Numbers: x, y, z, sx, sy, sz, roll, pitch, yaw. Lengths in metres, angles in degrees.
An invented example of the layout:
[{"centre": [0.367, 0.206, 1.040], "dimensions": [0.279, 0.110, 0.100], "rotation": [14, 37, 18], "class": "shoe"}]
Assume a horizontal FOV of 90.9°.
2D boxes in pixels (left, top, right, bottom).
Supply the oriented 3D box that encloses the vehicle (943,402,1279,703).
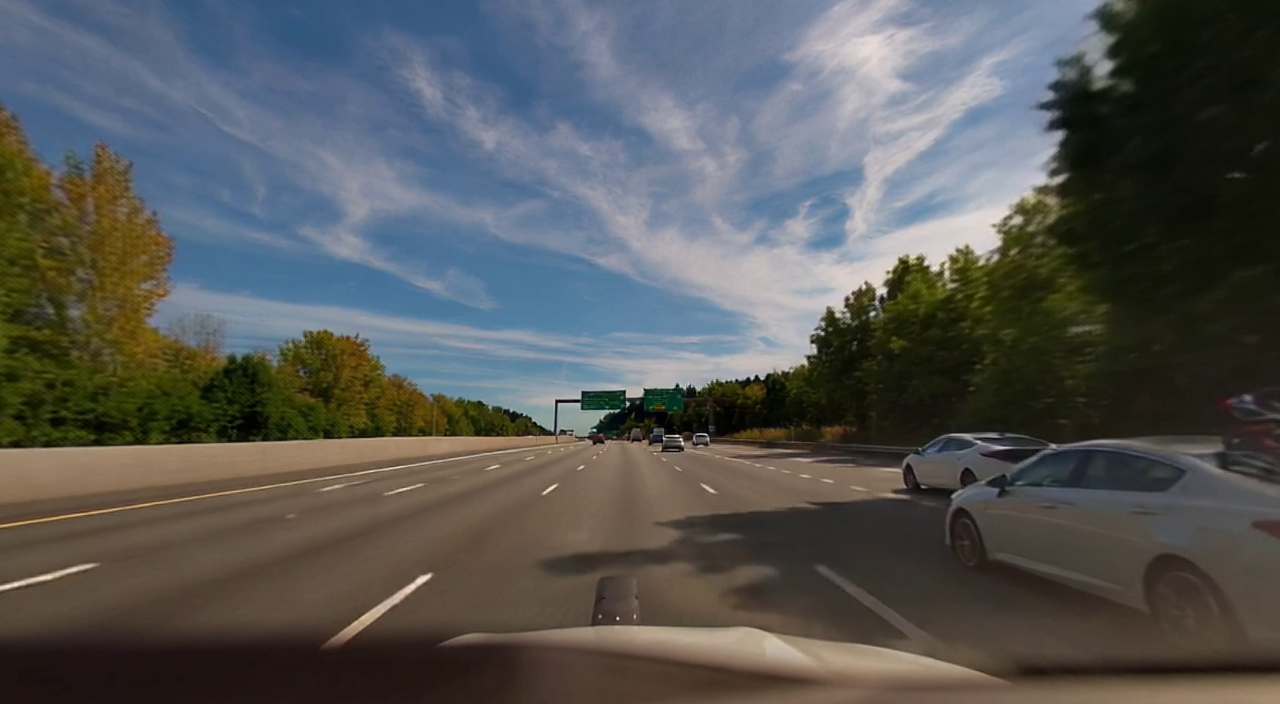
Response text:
[{"centre": [3.801, 1.017, 3.262], "dimensions": [2.094, 1.441, 4.568], "rotation": [0, -7, -2], "class": "vehicle"}]
